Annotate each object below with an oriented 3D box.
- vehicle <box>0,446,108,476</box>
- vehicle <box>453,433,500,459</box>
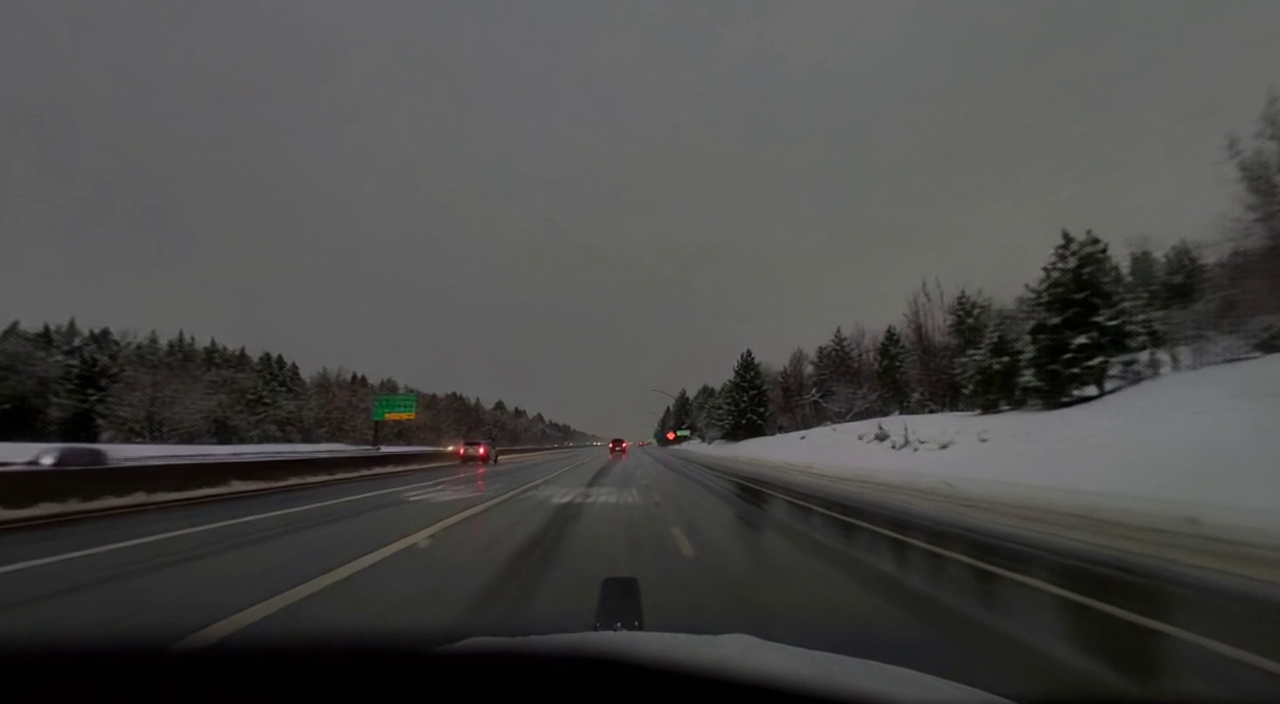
[{"bbox_3d":[-30.887,5.681,33.287,1.823,1.460,4.460,0,-8,-1],"label":"vehicle"},{"bbox_3d":[-12.479,7.219,48.466,2.270,1.936,5.190,0,-8,-1],"label":"vehicle"}]
